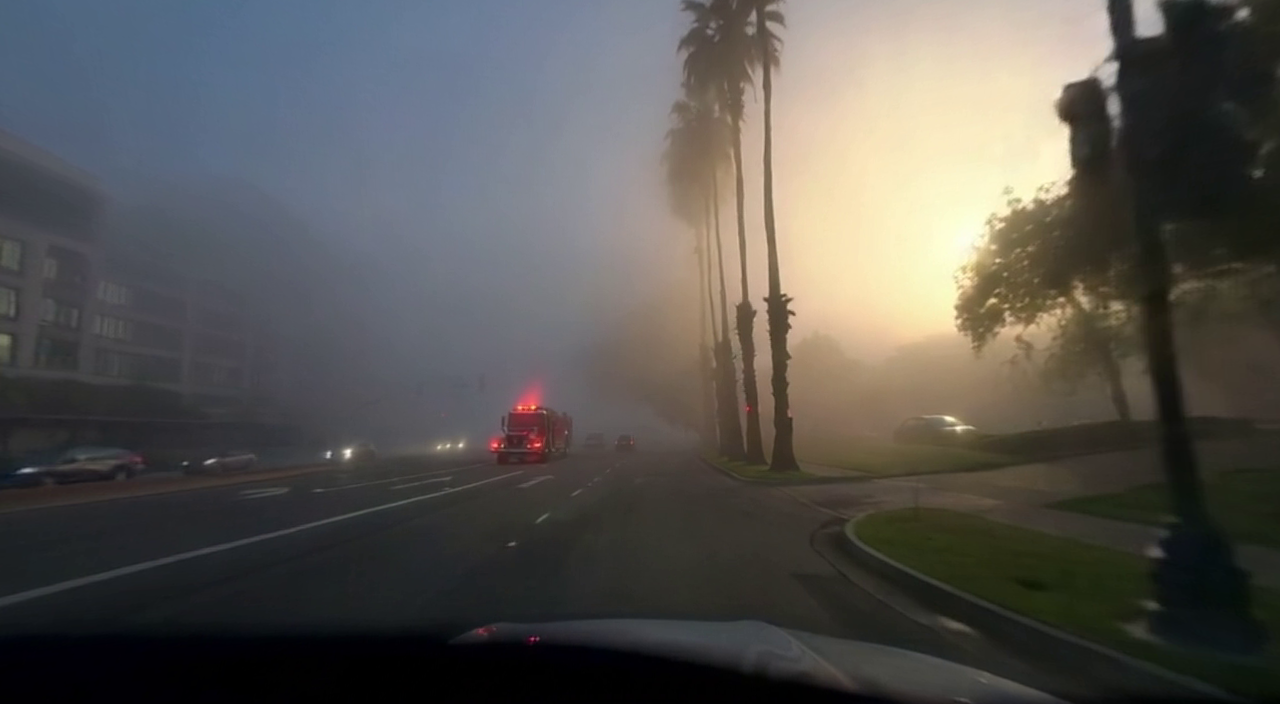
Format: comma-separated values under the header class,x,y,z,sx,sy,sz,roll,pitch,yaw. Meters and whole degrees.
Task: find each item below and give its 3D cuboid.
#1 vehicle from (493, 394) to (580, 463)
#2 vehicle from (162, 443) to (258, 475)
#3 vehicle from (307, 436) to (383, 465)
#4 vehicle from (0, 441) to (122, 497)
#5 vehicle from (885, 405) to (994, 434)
class,x,y,z,sx,sy,sz,roll,pitch,yaw
vehicle,-6.188,5.022,39.999,3.008,3.730,11.786,0,-8,3
vehicle,-25.692,6.351,37.767,2.005,1.771,5.072,0,-8,2
vehicle,-21.320,7.157,45.683,2.460,1.958,5.843,0,-8,2
vehicle,-21.871,4.197,22.946,1.988,1.811,4.399,0,-8,2
vehicle,15.504,3.541,32.696,4.663,1.457,2.045,0,-7,2
